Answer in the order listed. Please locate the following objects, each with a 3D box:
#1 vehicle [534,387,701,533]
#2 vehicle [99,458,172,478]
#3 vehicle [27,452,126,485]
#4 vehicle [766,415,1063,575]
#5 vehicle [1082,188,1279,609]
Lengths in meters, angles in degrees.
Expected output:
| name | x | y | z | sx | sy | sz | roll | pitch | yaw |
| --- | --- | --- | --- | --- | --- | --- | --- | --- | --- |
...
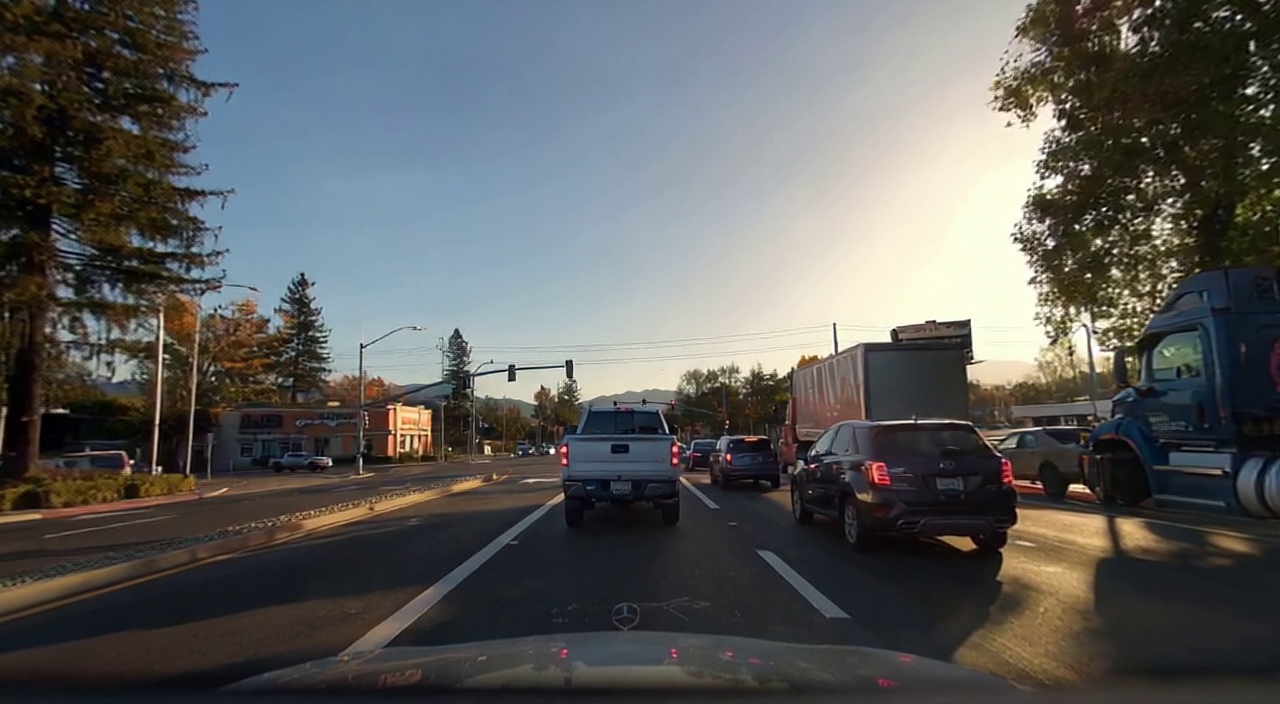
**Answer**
| name | x | y | z | sx | sy | sz | roll | pitch | yaw |
| --- | --- | --- | --- | --- | --- | --- | --- | --- | --- |
| vehicle | -0.370 | 2.005 | 12.131 | 2.499 | 2.183 | 5.111 | 0 | -9 | -1 |
| vehicle | -38.193 | 8.784 | 47.852 | 4.150 | 1.474 | 1.826 | -1 | -9 | 7 |
| vehicle | -28.577 | 5.888 | 32.196 | 1.730 | 1.534 | 3.922 | 1 | -9 | -7 |
| vehicle | 3.263 | 1.810 | 8.904 | 1.905 | 1.587 | 4.998 | 0 | -9 | 0 |
| vehicle | 6.521 | 0.116 | 3.377 | 2.802 | 3.322 | 7.429 | 0 | -9 | 0 |
